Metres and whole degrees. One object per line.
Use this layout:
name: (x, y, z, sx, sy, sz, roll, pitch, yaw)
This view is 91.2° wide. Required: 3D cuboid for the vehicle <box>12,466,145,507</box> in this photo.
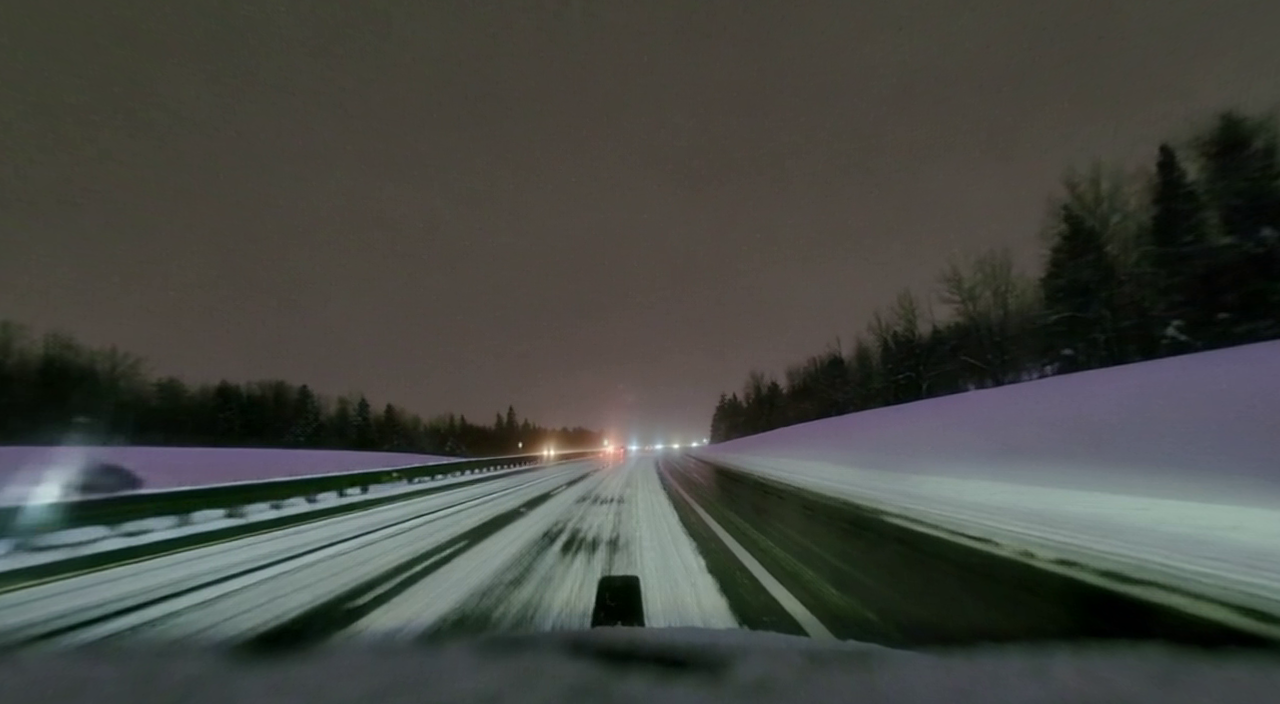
vehicle: (-24.813, 5.928, 27.940, 1.904, 1.527, 4.309, 0, -9, 0)
